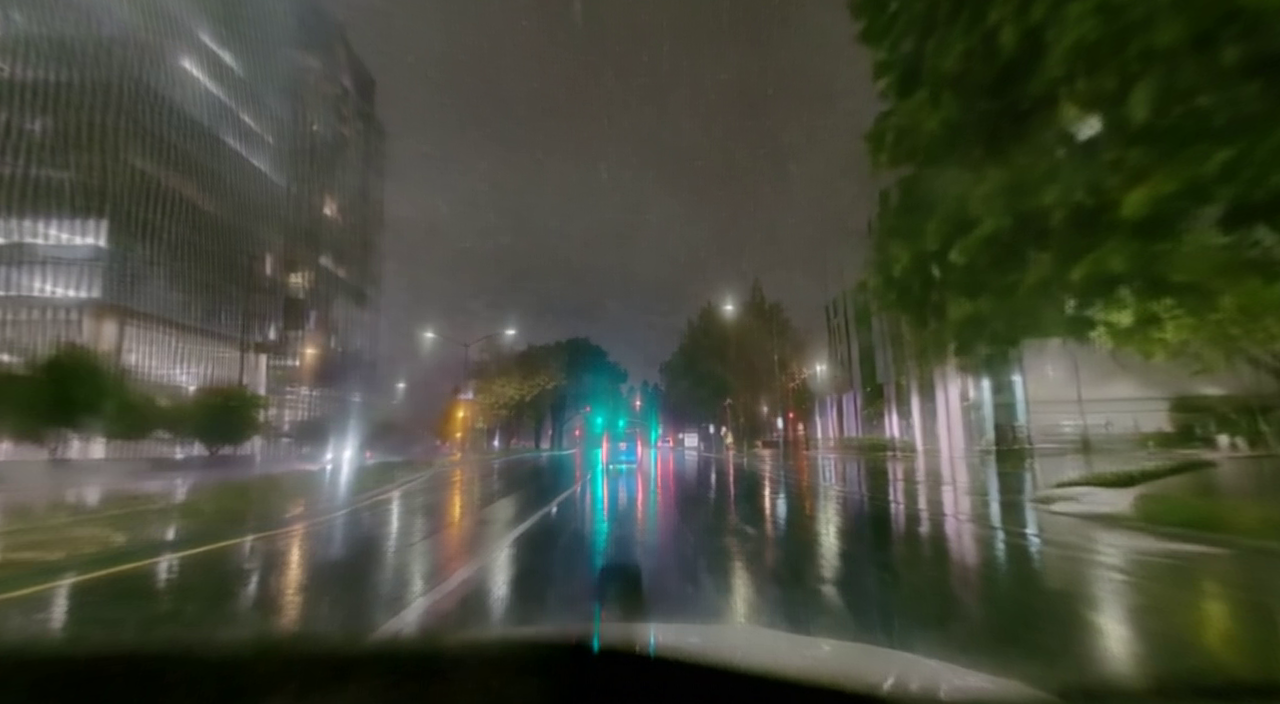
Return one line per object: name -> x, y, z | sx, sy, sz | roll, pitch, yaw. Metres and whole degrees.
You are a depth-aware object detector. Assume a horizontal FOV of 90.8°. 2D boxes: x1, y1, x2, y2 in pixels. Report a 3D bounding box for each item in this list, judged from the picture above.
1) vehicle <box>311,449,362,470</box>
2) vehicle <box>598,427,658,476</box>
vehicle -> -23.649, 8.329, 49.342 | 1.867, 1.469, 4.243 | -2, -9, 0
vehicle -> -0.475, 4.160, 26.642 | 2.313, 1.860, 4.319 | 0, -9, -1
